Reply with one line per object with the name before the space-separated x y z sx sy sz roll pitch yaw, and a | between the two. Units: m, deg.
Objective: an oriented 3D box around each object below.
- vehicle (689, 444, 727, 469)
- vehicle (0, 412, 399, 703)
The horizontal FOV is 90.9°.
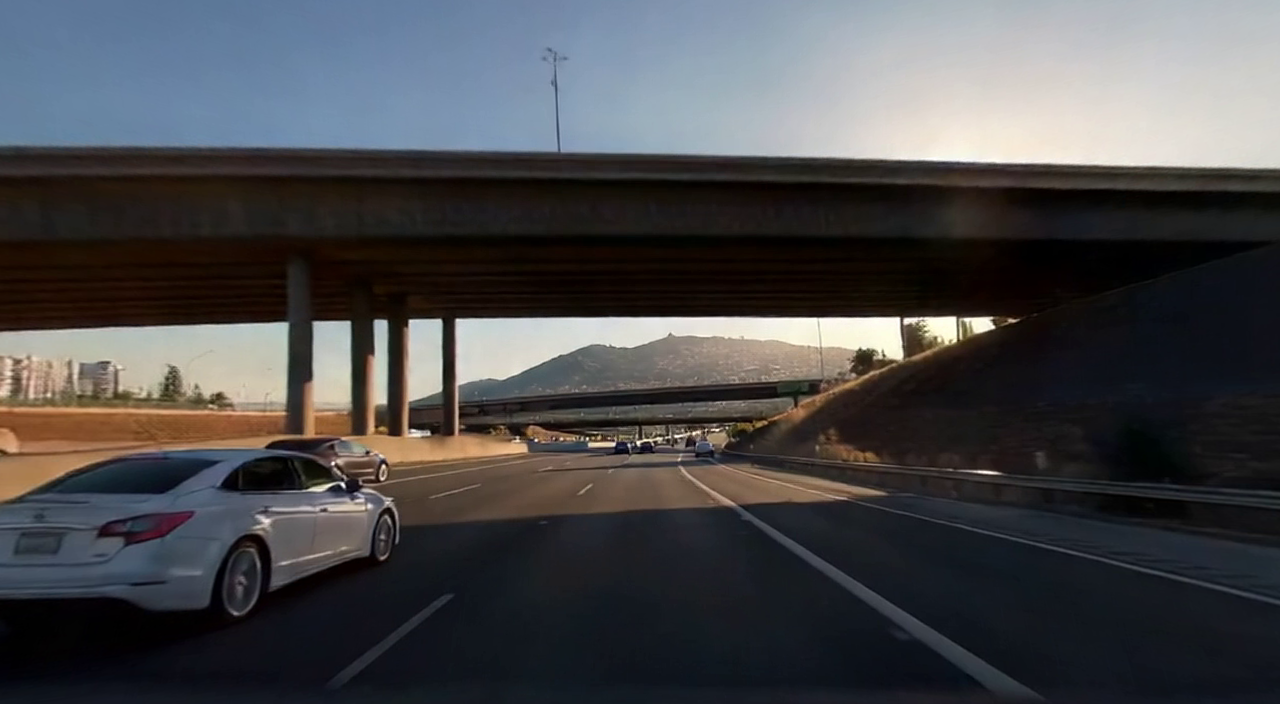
vehicle | 4.295 6.680 40.584 2.059 1.509 4.670 0 -8 1
vehicle | -3.749 1.318 4.877 1.990 1.477 4.308 0 -8 1
